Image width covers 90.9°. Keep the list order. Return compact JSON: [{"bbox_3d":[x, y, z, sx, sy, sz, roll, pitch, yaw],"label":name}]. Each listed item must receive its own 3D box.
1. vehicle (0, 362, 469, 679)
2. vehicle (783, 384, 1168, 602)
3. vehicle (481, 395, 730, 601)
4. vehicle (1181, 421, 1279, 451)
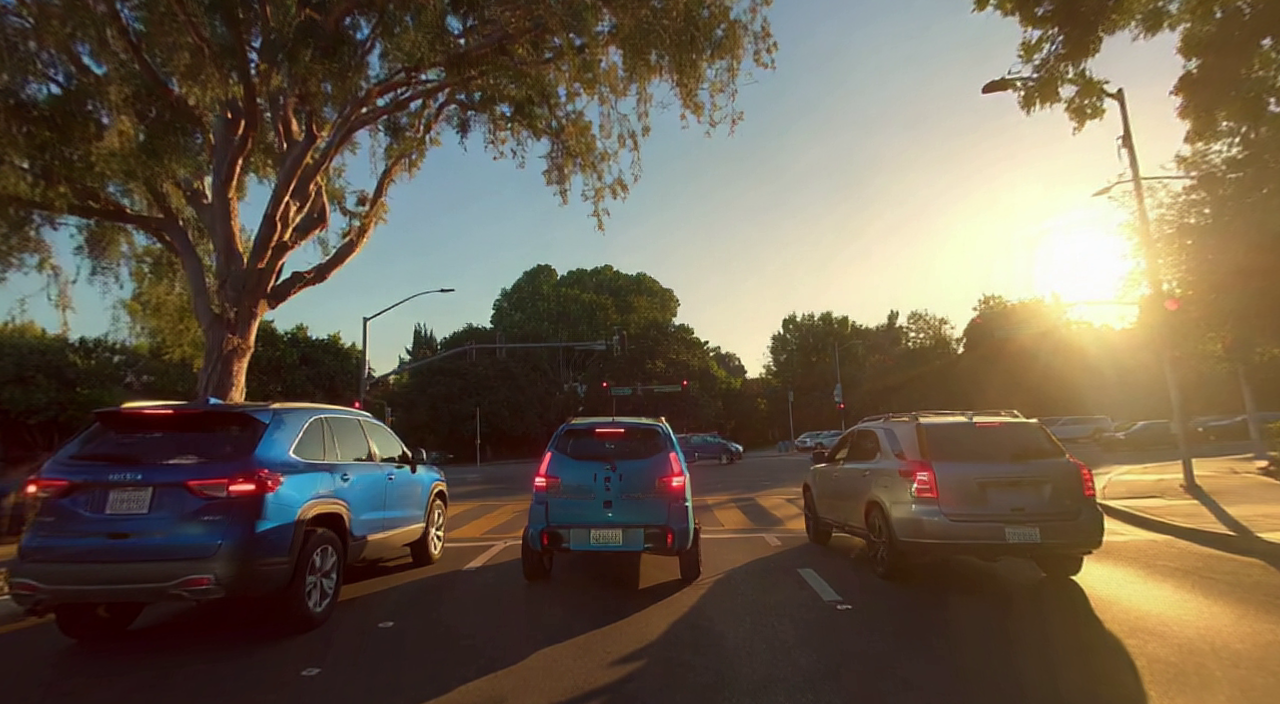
[{"bbox_3d":[-3.281,1.283,5.895,2.047,1.810,4.414,0,-8,1],"label":"vehicle"},{"bbox_3d":[3.272,1.486,7.510,2.083,1.779,4.532,0,-8,0],"label":"vehicle"},{"bbox_3d":[-0.239,1.512,7.319,2.067,1.702,3.987,0,-8,2],"label":"vehicle"},{"bbox_3d":[32.788,4.654,34.762,4.175,1.634,1.877,1,-8,-4],"label":"vehicle"}]
